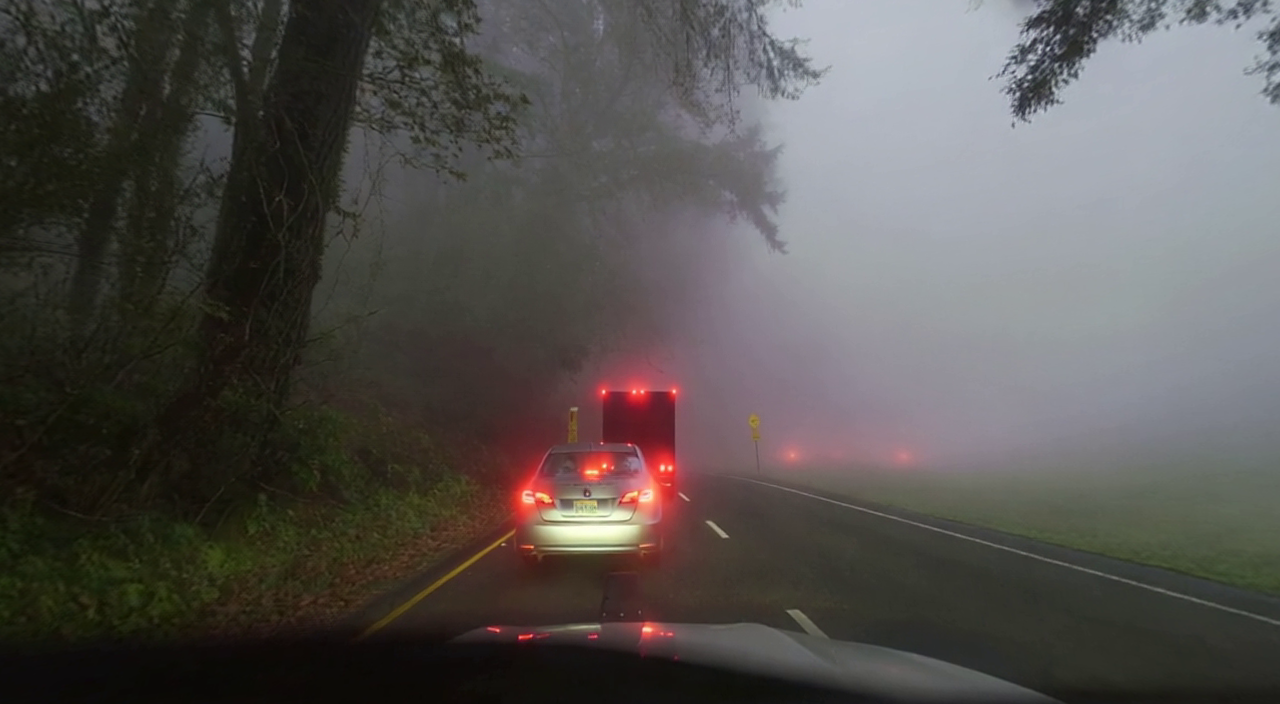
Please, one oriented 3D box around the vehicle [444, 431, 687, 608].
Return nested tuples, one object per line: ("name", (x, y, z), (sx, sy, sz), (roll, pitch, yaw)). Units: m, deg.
("vehicle", (-0.628, 1.749, 7.504), (2.076, 1.490, 4.078), (0, -9, 0))
